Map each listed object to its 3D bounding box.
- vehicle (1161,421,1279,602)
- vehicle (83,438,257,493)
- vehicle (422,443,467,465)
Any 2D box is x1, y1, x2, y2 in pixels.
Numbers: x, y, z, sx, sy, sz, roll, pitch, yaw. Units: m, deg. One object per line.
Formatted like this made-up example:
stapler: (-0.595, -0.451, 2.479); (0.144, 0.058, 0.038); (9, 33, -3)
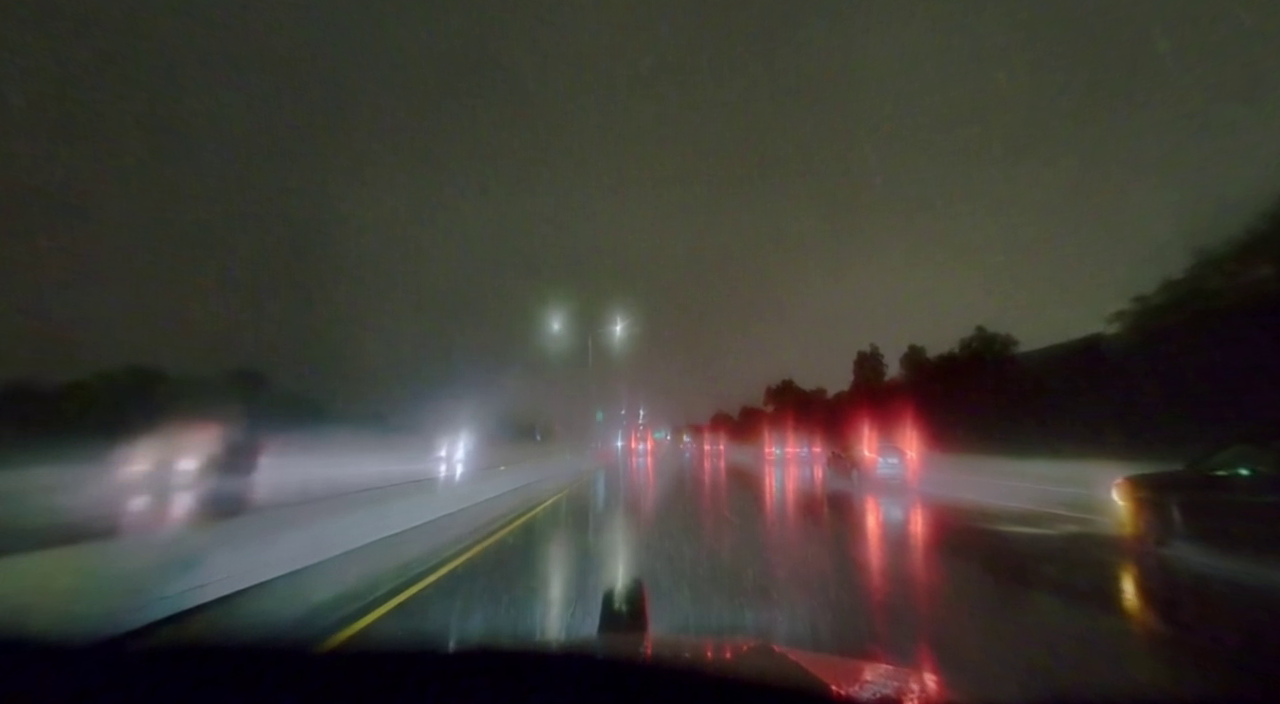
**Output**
vehicle: (6.472, 1.163, 4.051); (2.093, 1.525, 4.865); (0, -8, 0)
vehicle: (-14.843, 3.573, 20.341); (2.080, 1.522, 4.585); (0, -8, 0)
vehicle: (-14.364, 7.511, 46.515); (1.974, 1.539, 4.113); (0, -8, 1)
